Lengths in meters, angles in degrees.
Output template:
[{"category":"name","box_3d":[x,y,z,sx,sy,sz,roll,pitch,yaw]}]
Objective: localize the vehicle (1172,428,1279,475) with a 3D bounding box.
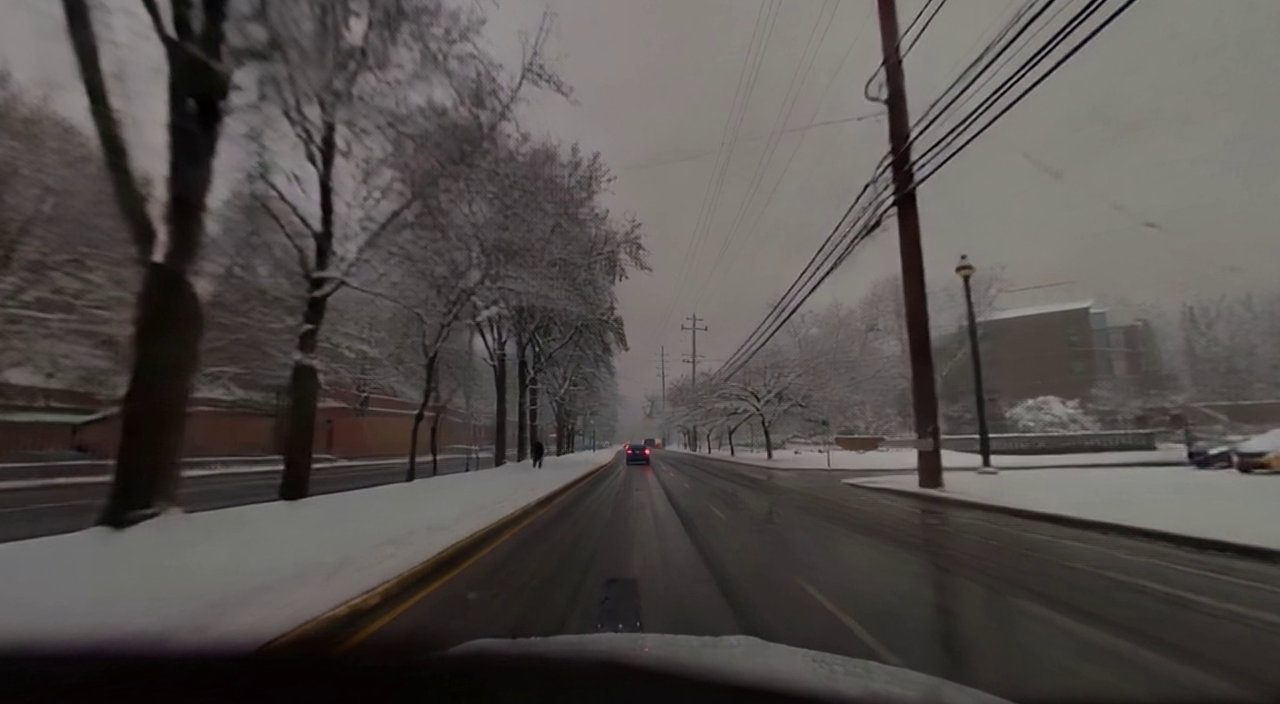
[{"category":"vehicle","box_3d":[25.873,4.143,26.256,2.189,1.805,5.633,0,-10,-6]}]

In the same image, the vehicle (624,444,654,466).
[{"category":"vehicle","box_3d":[-0.090,7.507,46.243,2.109,1.501,4.042,0,-8,-1]}]
